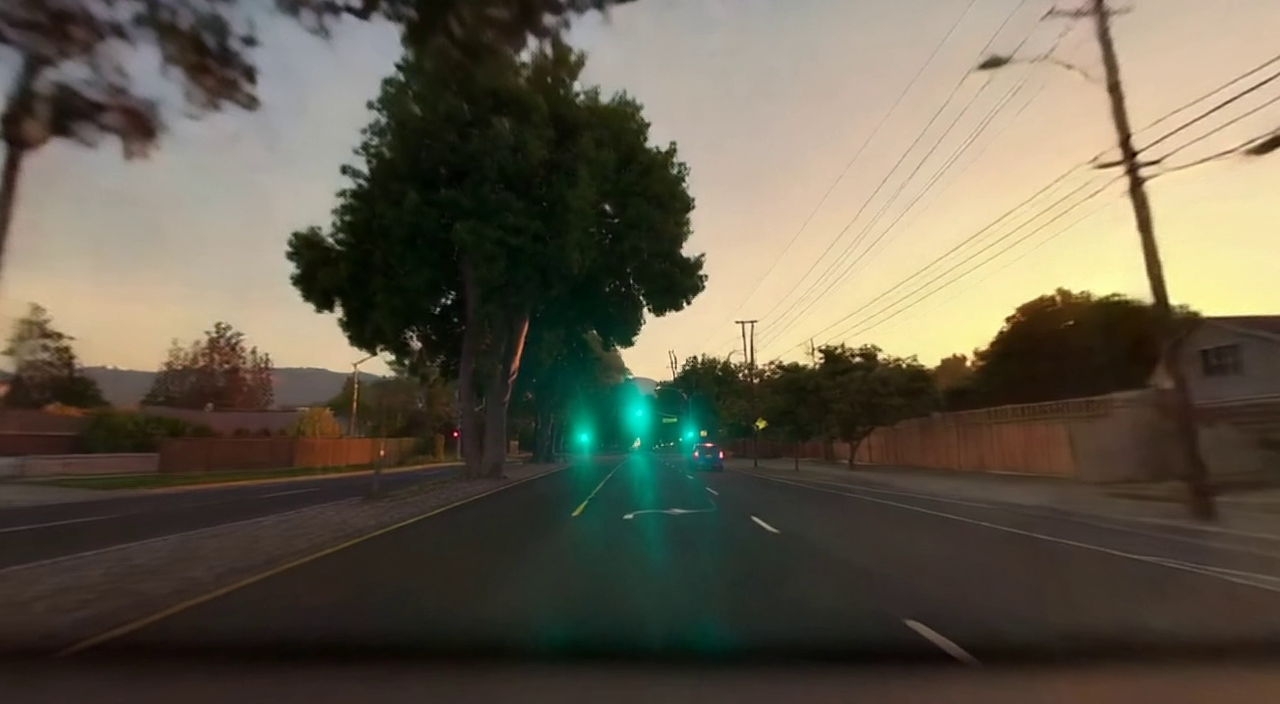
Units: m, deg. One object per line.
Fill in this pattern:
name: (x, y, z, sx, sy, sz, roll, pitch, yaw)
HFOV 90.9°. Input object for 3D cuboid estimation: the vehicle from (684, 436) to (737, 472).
vehicle: (3.683, 5.426, 33.806, 2.240, 1.781, 4.433, 0, -8, -1)
